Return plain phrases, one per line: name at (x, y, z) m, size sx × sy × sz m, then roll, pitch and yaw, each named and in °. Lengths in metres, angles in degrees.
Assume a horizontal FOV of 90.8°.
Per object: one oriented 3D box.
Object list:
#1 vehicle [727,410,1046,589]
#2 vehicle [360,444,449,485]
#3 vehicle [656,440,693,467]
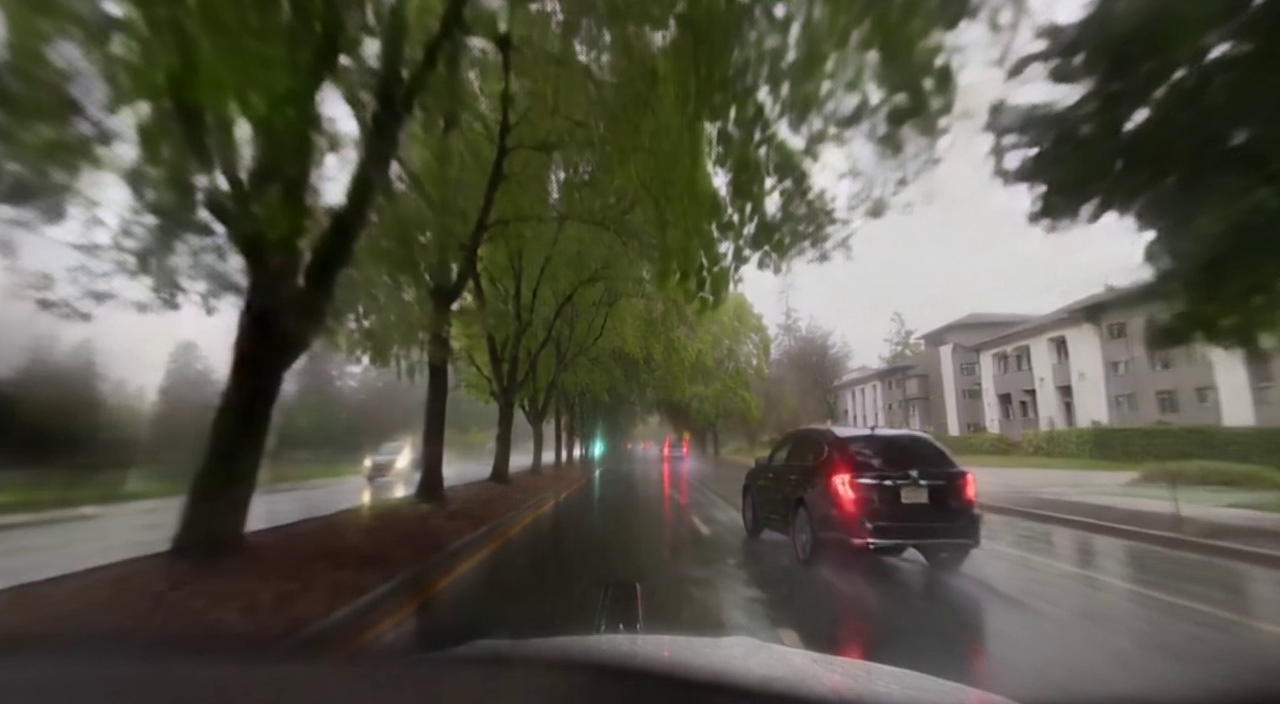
vehicle at (2.565, 1.675, 8.036) m, size 2.066 × 1.603 × 4.475 m, roll 0°, pitch -9°, yaw -3°
vehicle at (-11.761, 5.633, 32.087) m, size 2.248 × 1.858 × 5.854 m, roll 0°, pitch -9°, yaw 0°
vehicle at (2.305, 6.895, 43.107) m, size 2.164 × 1.725 × 4.285 m, roll 0°, pitch -9°, yaw -1°
